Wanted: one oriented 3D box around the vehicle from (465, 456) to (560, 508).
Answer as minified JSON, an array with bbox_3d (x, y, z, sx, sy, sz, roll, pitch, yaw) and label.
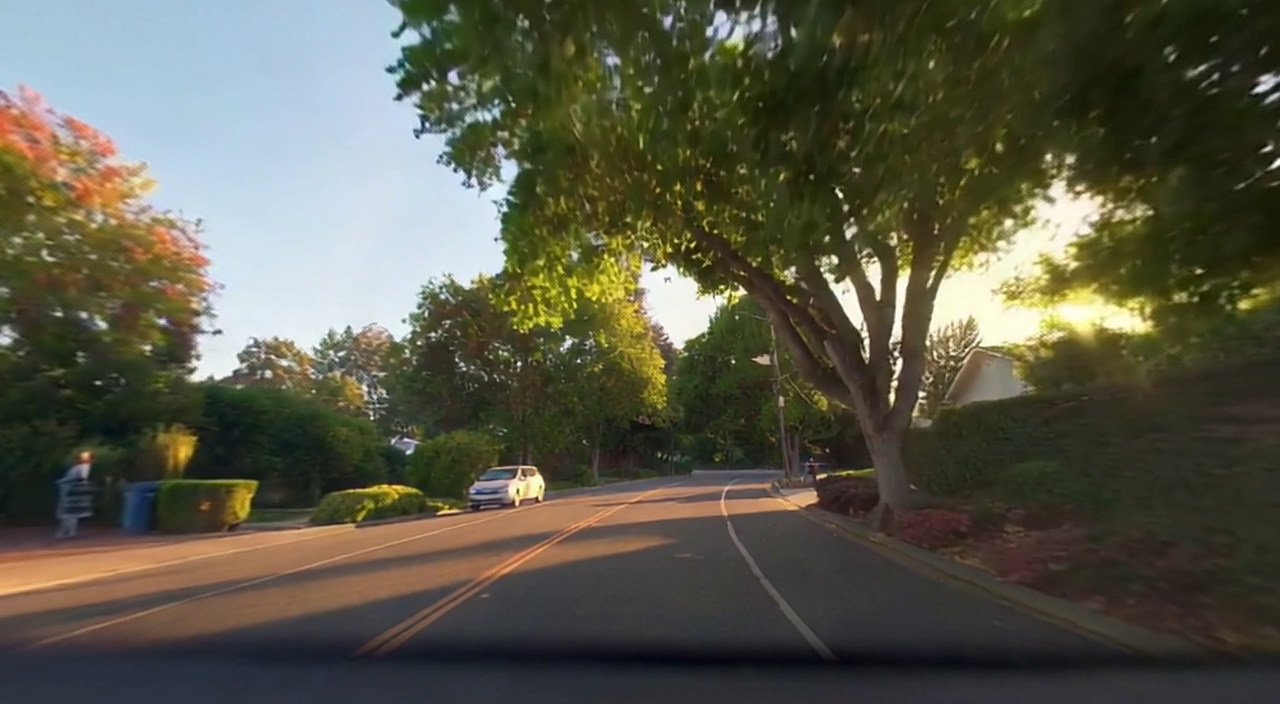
[{"bbox_3d":[-4.546,4.780,23.289,2.002,1.601,5.012,-3,-11,6],"label":"vehicle"}]
